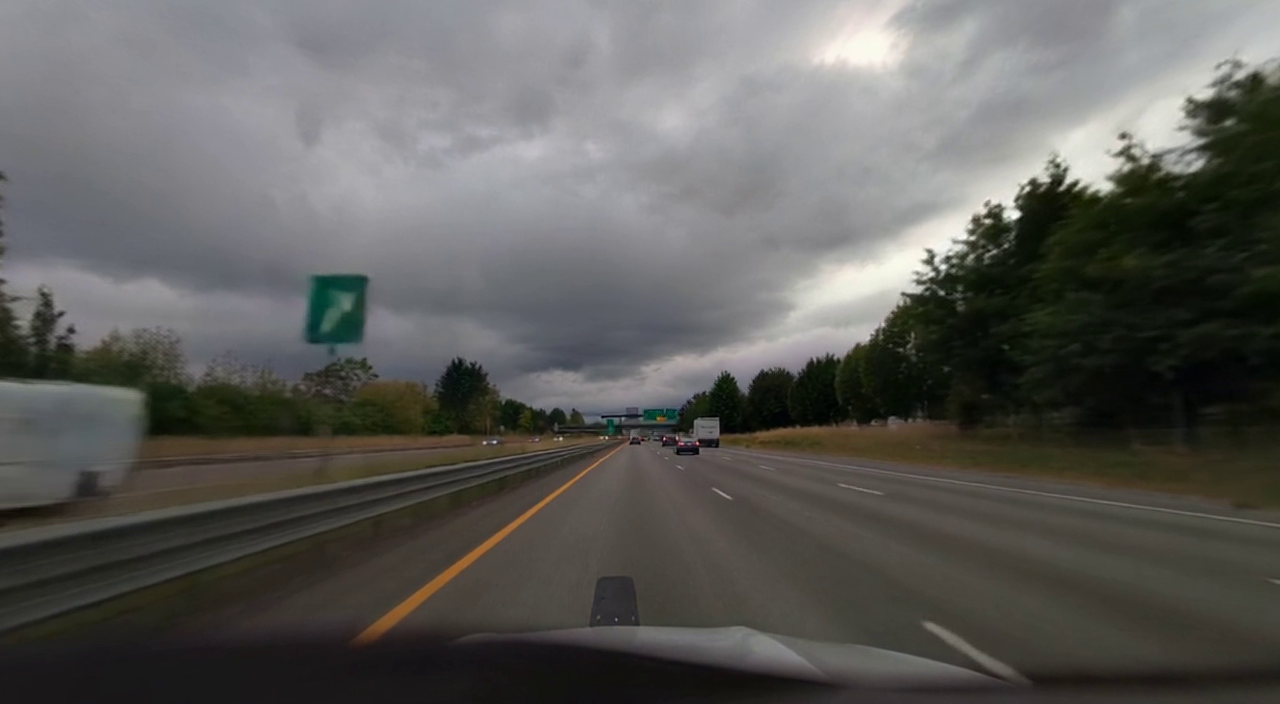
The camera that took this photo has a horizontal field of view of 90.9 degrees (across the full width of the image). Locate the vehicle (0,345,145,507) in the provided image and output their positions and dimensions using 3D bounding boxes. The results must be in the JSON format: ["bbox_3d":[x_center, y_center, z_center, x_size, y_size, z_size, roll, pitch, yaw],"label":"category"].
[{"bbox_3d":[-12.708,1.338,11.363,2.310,2.895,6.410,0,-8,0],"label":"vehicle"}]
